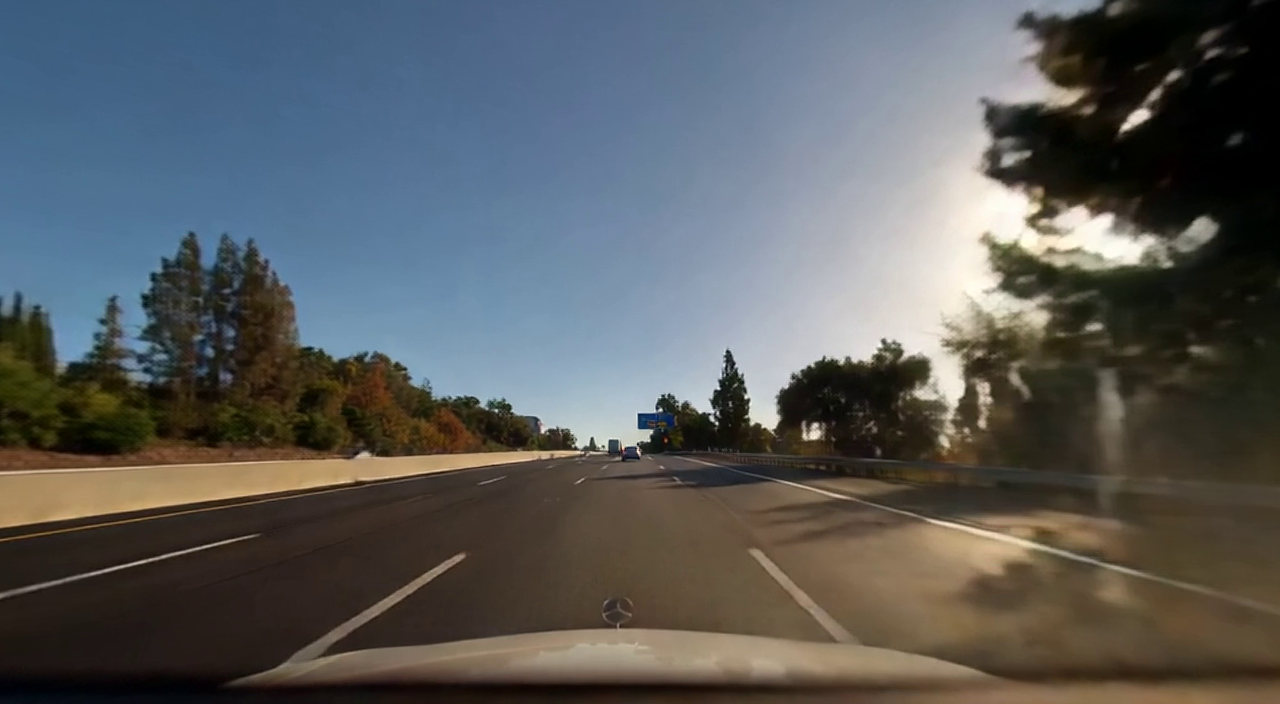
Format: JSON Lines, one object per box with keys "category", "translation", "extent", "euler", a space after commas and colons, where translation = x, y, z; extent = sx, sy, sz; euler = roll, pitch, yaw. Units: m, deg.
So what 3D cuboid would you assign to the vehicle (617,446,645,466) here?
{"category": "vehicle", "translation": [-0.737, 8.075, 49.243], "extent": [2.080, 1.468, 3.884], "euler": [0, -9, -1]}
